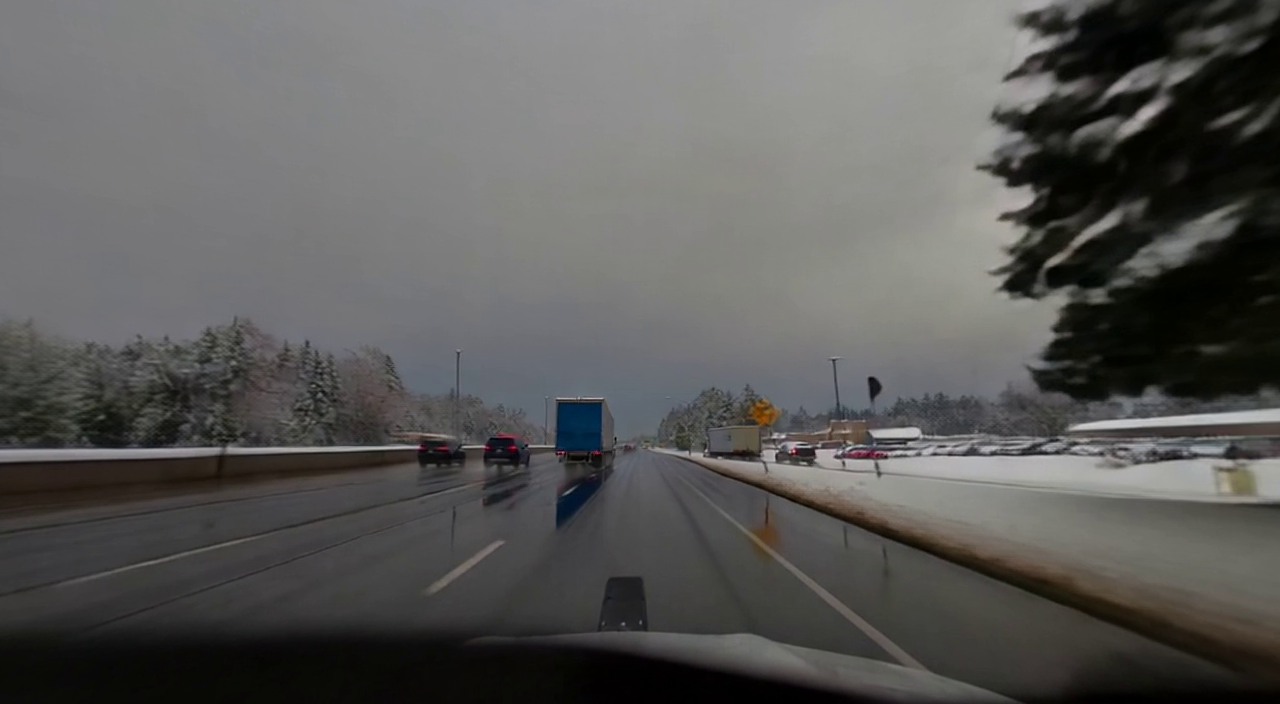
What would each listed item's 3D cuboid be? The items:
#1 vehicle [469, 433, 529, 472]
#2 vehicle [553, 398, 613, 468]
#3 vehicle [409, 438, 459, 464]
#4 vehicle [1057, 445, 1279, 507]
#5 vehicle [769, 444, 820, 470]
[{"bbox_3d":[-7.199,5.191,32.718,2.058,1.840,4.443,0,-8,1],"label":"vehicle"},{"bbox_3d":[-3.604,5.656,43.243,2.905,4.037,12.921,0,-8,0],"label":"vehicle"},{"bbox_3d":[-14.430,6.955,44.437,1.997,1.695,4.492,0,-8,1],"label":"vehicle"},{"bbox_3d":[14.767,3.416,17.997,2.022,1.505,4.786,1,-8,-8],"label":"vehicle"},{"bbox_3d":[10.662,7.272,43.974,2.083,1.706,4.129,1,-8,-7],"label":"vehicle"}]
